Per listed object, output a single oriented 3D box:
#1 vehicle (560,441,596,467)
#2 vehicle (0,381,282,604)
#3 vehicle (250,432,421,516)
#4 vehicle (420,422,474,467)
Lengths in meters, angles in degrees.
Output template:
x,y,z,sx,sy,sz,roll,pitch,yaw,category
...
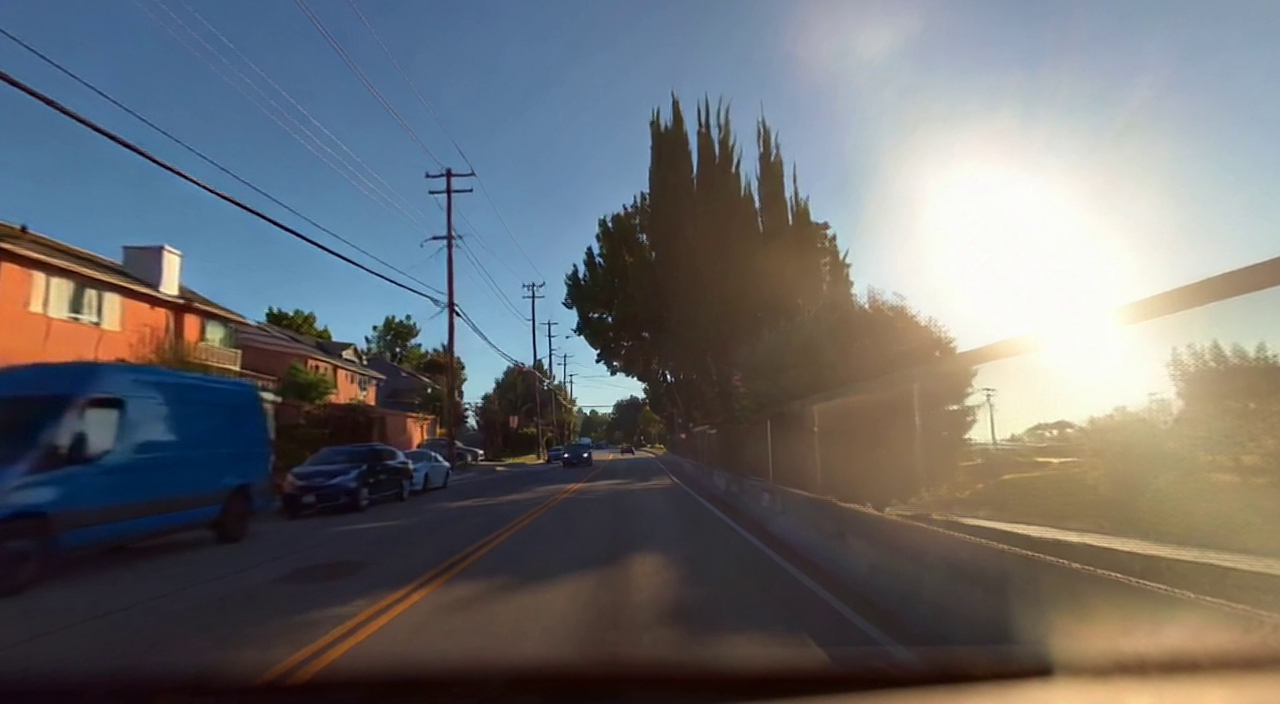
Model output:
x,y,z,sx,sy,sz,roll,pitch,yaw,category
-4.234,7.085,44.036,2.103,1.690,4.508,0,-9,-1,vehicle
-7.387,1.676,8.227,2.335,2.136,5.328,0,-8,-1,vehicle
-7.276,2.984,15.736,1.920,1.681,4.490,3,-10,0,vehicle
-12.040,5.845,39.896,2.451,2.641,5.869,1,-9,-9,vehicle
